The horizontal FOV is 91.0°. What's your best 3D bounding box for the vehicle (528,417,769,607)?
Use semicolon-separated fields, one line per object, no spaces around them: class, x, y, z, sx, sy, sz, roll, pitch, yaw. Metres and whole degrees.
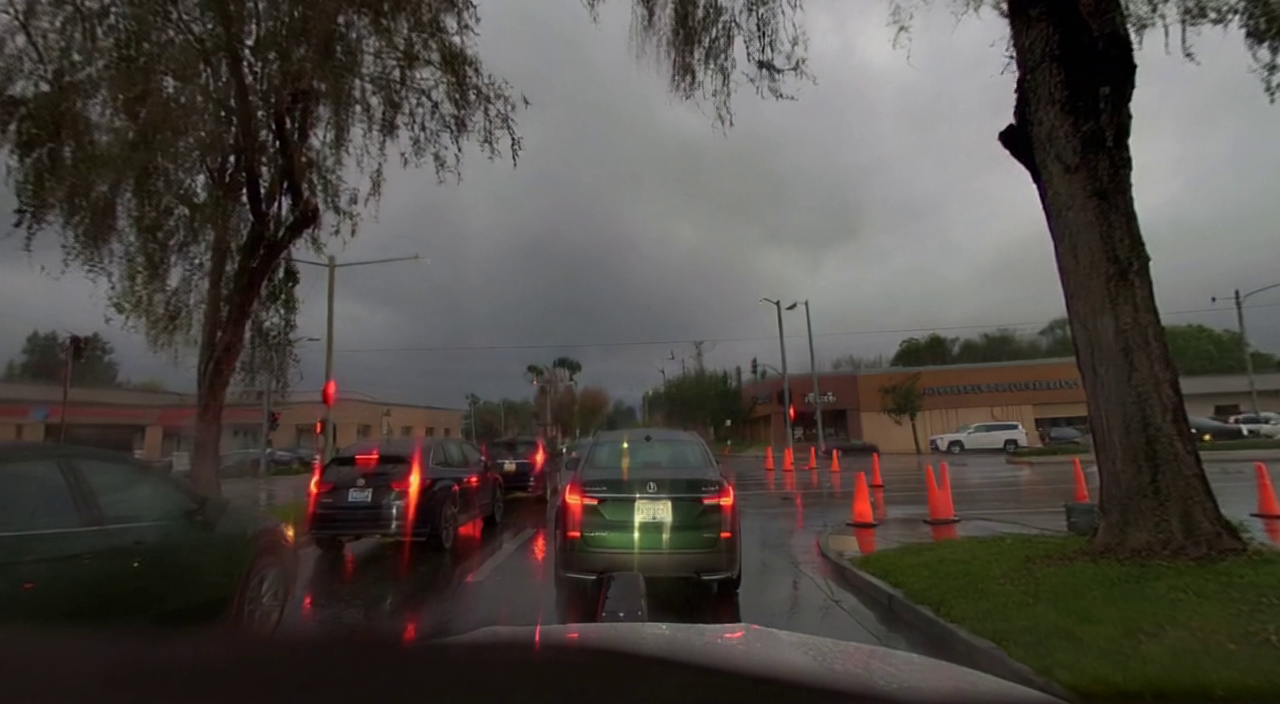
vehicle;0.114;1.627;7.210;2.021;1.560;3.676;0;-9;1

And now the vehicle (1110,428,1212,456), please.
vehicle;33.573;5.819;40.658;4.805;1.688;1.923;0;-9;0

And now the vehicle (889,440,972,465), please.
vehicle;18.690;6.484;40.649;4.463;1.482;1.808;0;-9;4

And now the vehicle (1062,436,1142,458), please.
vehicle;36.640;7.567;49.986;4.791;1.635;1.857;0;-9;1

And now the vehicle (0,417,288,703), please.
vehicle;-3.589;0.949;2.144;1.964;1.497;4.722;0;-9;1

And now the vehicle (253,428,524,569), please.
vehicle;-3.269;1.995;9.445;1.989;1.541;4.626;0;-9;2
